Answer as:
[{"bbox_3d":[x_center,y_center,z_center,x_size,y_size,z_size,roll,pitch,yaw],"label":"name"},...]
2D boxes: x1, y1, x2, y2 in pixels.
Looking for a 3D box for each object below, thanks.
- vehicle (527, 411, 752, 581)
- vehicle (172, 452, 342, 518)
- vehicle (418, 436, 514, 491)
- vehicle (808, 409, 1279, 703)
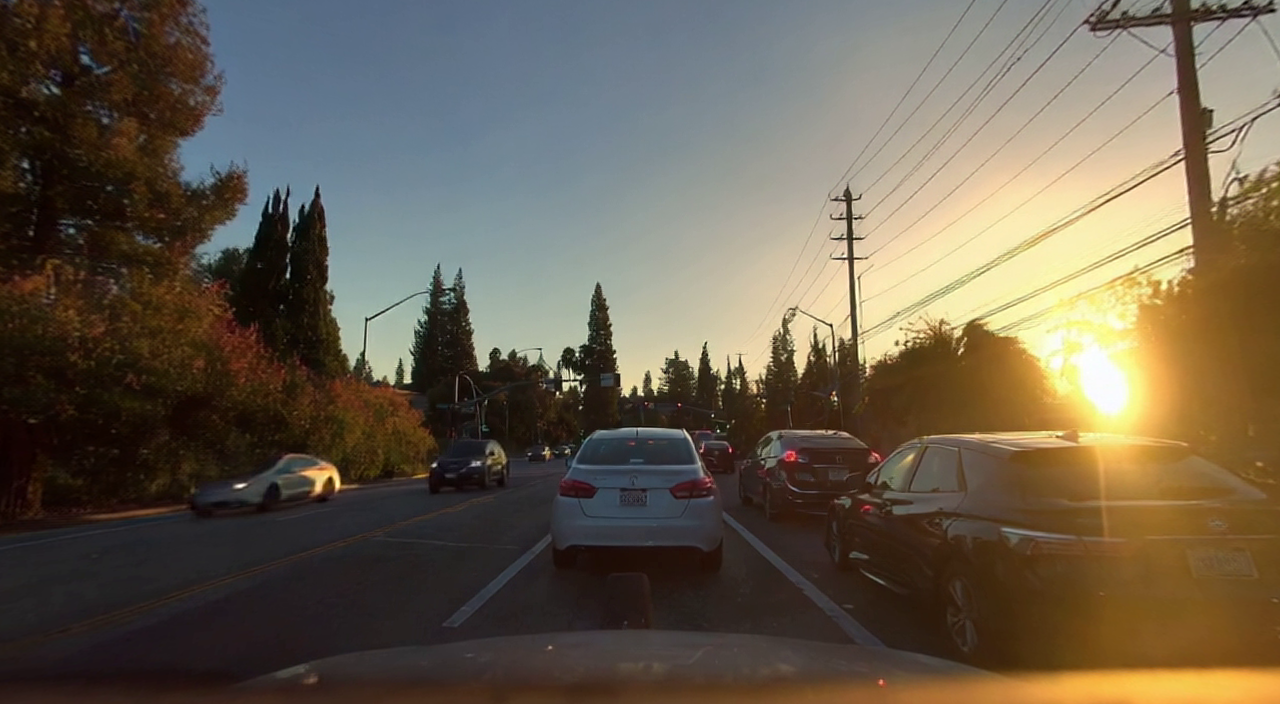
[{"bbox_3d":[0.007,1.722,8.323,2.200,1.653,4.127,0,-8,0],"label":"vehicle"},{"bbox_3d":[-9.993,3.459,16.908,1.921,1.471,4.137,0,-8,1],"label":"vehicle"},{"bbox_3d":[-6.084,3.951,22.644,2.068,1.739,4.572,0,-8,1],"label":"vehicle"},{"bbox_3d":[2.885,1.316,4.980,1.950,1.487,4.275,0,-8,0],"label":"vehicle"}]
